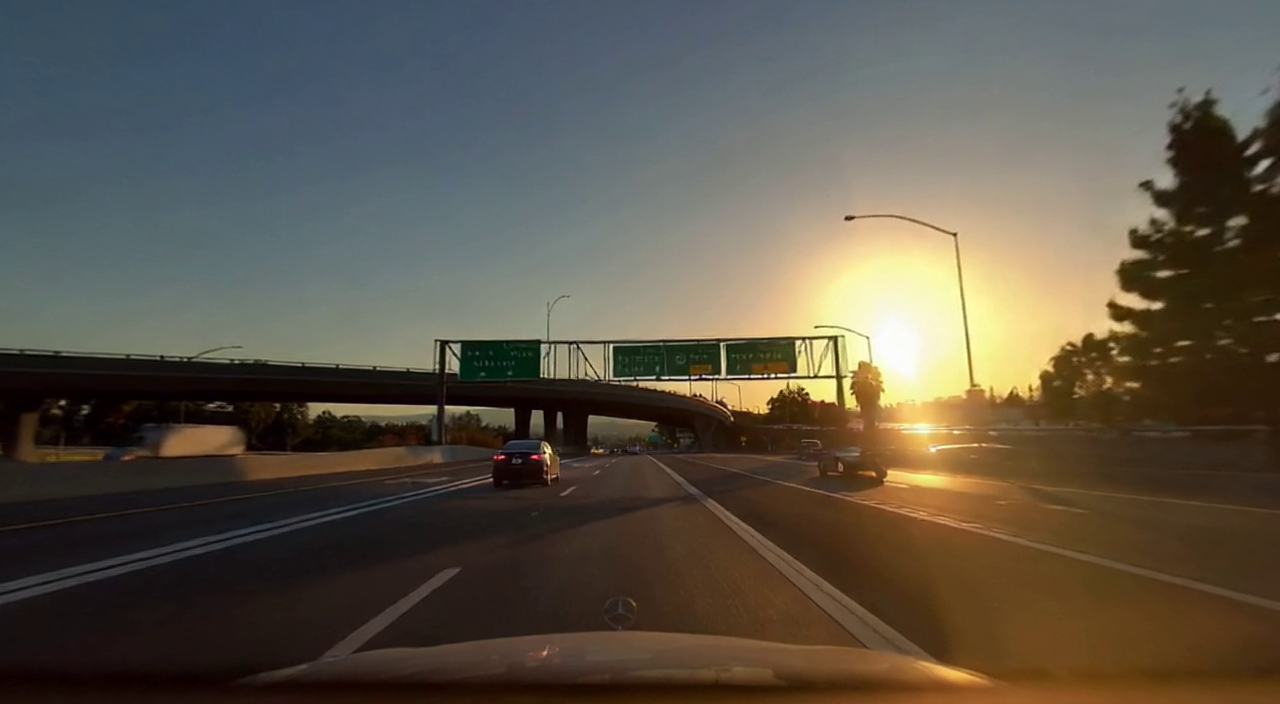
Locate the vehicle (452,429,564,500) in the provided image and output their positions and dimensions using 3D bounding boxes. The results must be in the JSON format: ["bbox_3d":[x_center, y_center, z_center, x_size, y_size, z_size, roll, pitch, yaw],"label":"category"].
[{"bbox_3d":[-3.457,3.038,17.537,2.178,1.699,4.321,0,-8,0],"label":"vehicle"}]
